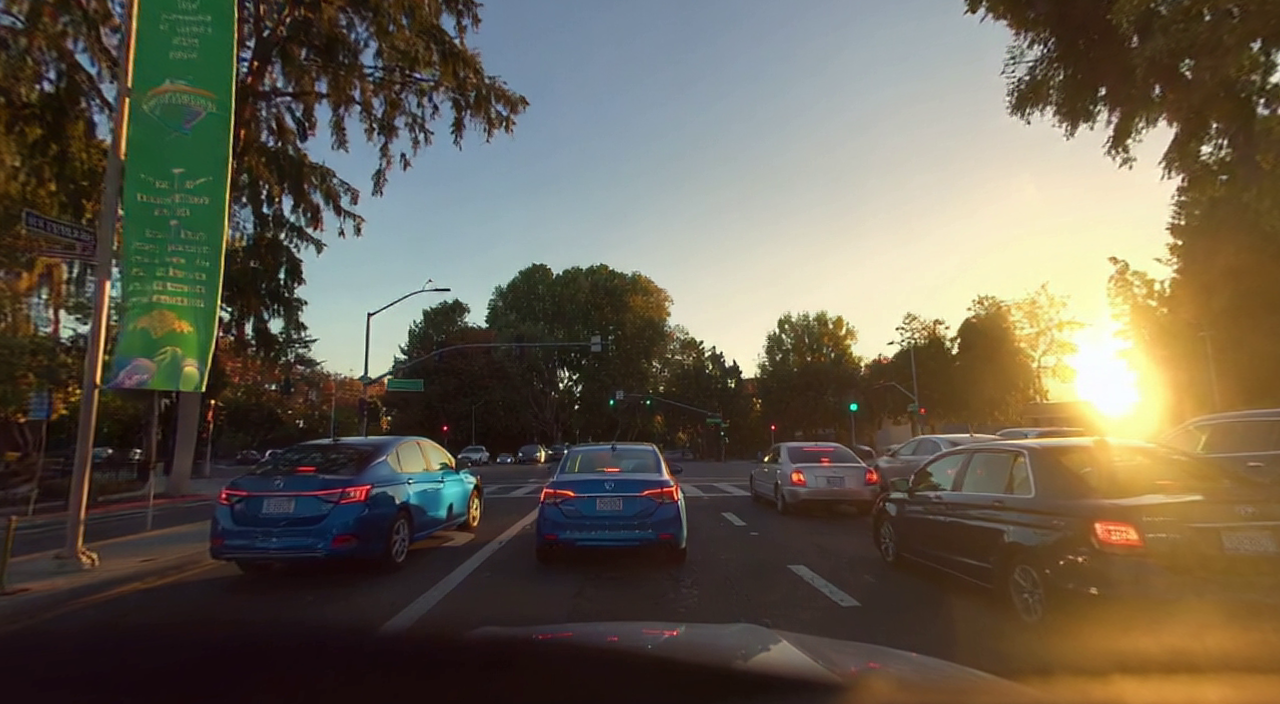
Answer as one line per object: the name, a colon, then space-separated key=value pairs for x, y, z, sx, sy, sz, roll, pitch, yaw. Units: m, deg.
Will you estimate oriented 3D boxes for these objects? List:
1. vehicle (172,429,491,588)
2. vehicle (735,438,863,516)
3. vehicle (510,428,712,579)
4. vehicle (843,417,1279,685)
vehicle: x=-3.370 y=1.770 z=8.005 sx=1.929 sy=1.457 sz=4.136 roll=0 pitch=-9 yaw=0
vehicle: x=3.404 y=2.737 z=14.339 sx=1.852 sy=1.498 sz=3.825 roll=0 pitch=-9 yaw=-1
vehicle: x=-0.315 y=1.784 z=8.174 sx=1.994 sy=1.479 sz=3.647 roll=0 pitch=-9 yaw=-1
vehicle: x=3.596 y=1.439 z=5.802 sx=1.953 sy=1.471 sz=4.470 roll=0 pitch=-9 yaw=0
